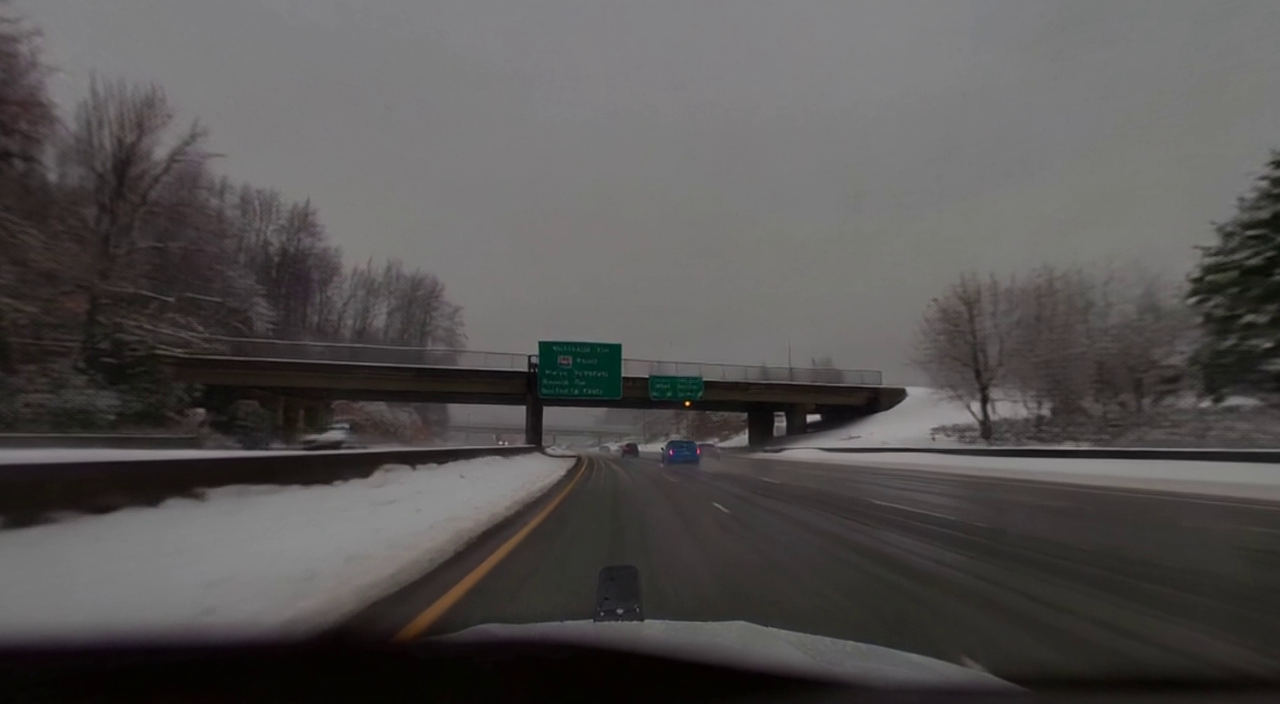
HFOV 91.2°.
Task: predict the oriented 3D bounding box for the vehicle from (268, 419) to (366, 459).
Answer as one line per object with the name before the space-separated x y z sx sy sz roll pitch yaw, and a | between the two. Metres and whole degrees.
vehicle | -13.626 3.759 26.777 1.868 1.510 4.491 0 -9 -2

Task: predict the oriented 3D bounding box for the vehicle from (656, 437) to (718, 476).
vehicle | 2.063 4.814 28.933 2.337 1.633 4.222 0 -9 -2
